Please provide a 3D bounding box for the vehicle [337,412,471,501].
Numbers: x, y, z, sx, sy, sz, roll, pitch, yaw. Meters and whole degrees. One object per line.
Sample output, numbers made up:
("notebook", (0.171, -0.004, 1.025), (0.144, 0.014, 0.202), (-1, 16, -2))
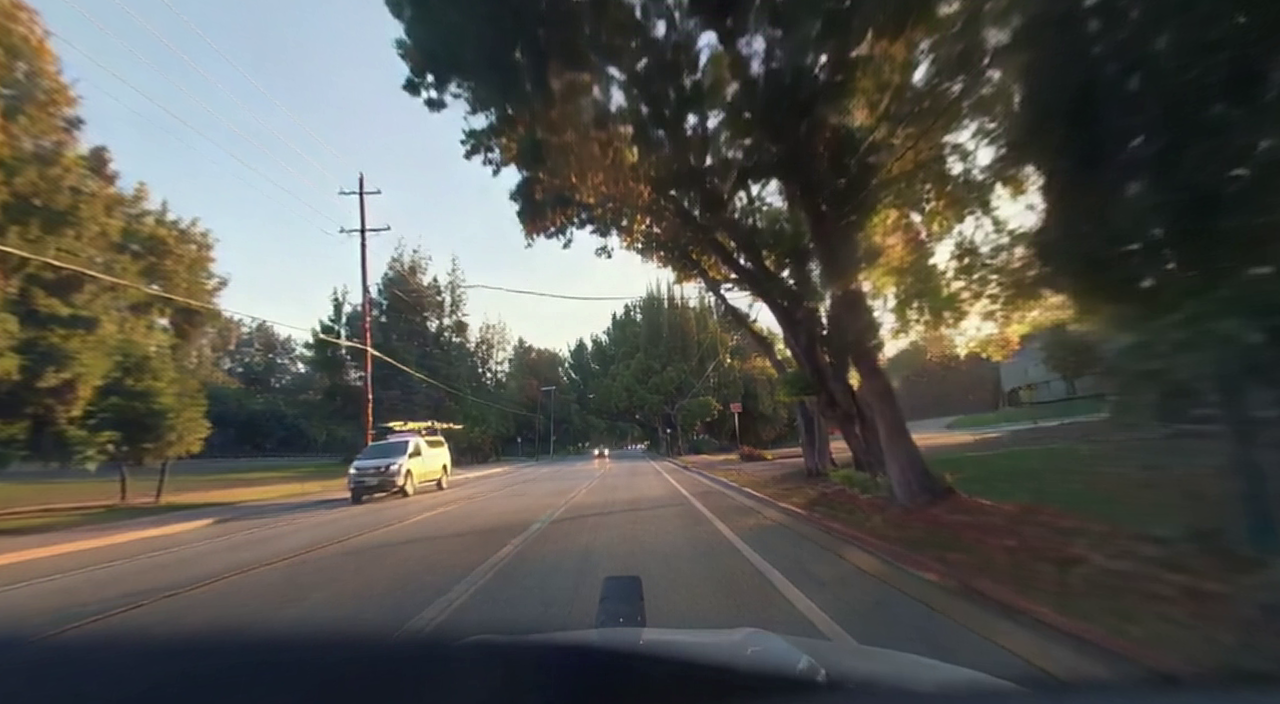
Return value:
("vehicle", (-8.116, 3.633, 22.620), (2.351, 2.696, 6.106), (-1, -7, 1))
